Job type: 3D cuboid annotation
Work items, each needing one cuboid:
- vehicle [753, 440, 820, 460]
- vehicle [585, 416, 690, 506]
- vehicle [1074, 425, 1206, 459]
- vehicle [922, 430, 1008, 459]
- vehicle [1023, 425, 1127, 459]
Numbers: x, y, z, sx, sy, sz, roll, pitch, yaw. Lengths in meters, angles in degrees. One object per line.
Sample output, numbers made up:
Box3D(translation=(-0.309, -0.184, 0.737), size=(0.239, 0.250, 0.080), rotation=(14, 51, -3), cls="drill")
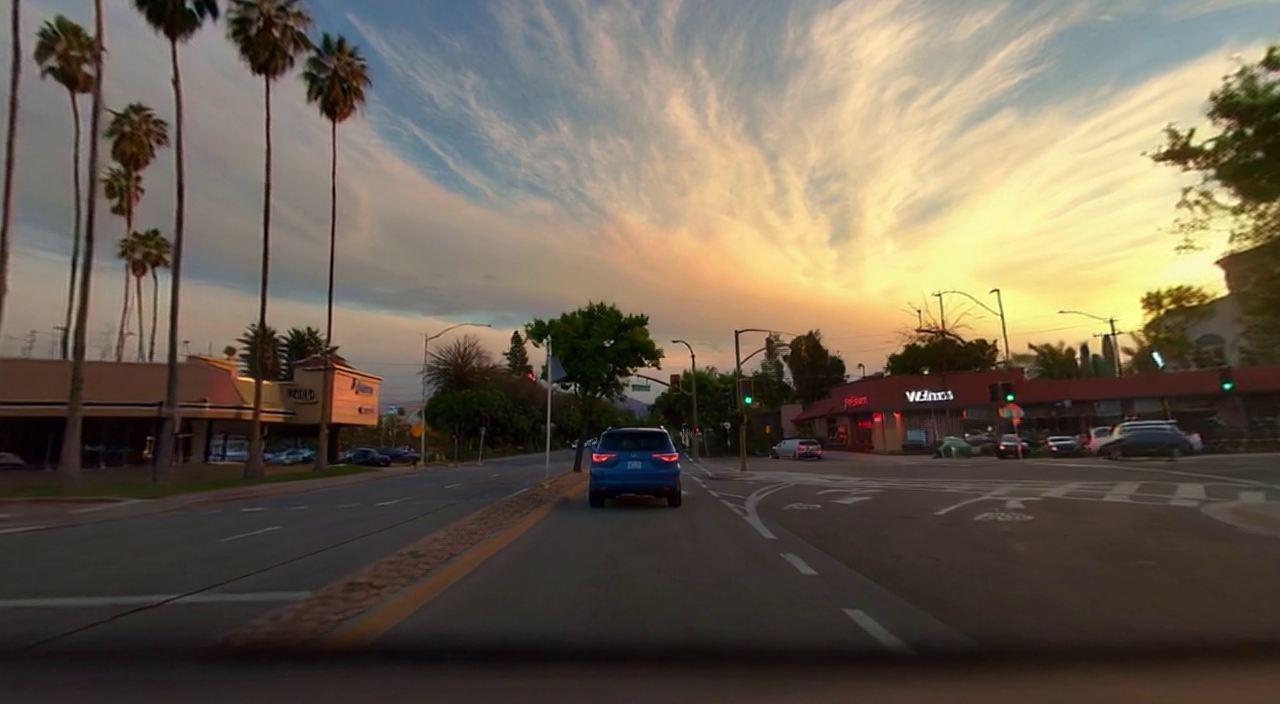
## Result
Box3D(translation=(11.275, 7.567, 48.904), size=(4.665, 1.467, 1.833), rotation=(-6, -10, 34), cls="vehicle")
Box3D(translation=(-0.004, 2.709, 16.036), size=(2.263, 1.932, 4.709), rotation=(0, -8, 1), cls="vehicle")
Box3D(translation=(29.103, 5.293, 37.109), size=(5.809, 1.839, 1.957), rotation=(-6, -10, 34), cls="vehicle")
Box3D(translation=(21.691, 6.187, 42.249), size=(4.852, 1.847, 1.983), rotation=(-6, -10, 33), cls="vehicle")
Box3D(translation=(24.703, 5.140, 36.047), size=(4.641, 1.778, 1.958), rotation=(-6, -10, 33), cls="vehicle")
